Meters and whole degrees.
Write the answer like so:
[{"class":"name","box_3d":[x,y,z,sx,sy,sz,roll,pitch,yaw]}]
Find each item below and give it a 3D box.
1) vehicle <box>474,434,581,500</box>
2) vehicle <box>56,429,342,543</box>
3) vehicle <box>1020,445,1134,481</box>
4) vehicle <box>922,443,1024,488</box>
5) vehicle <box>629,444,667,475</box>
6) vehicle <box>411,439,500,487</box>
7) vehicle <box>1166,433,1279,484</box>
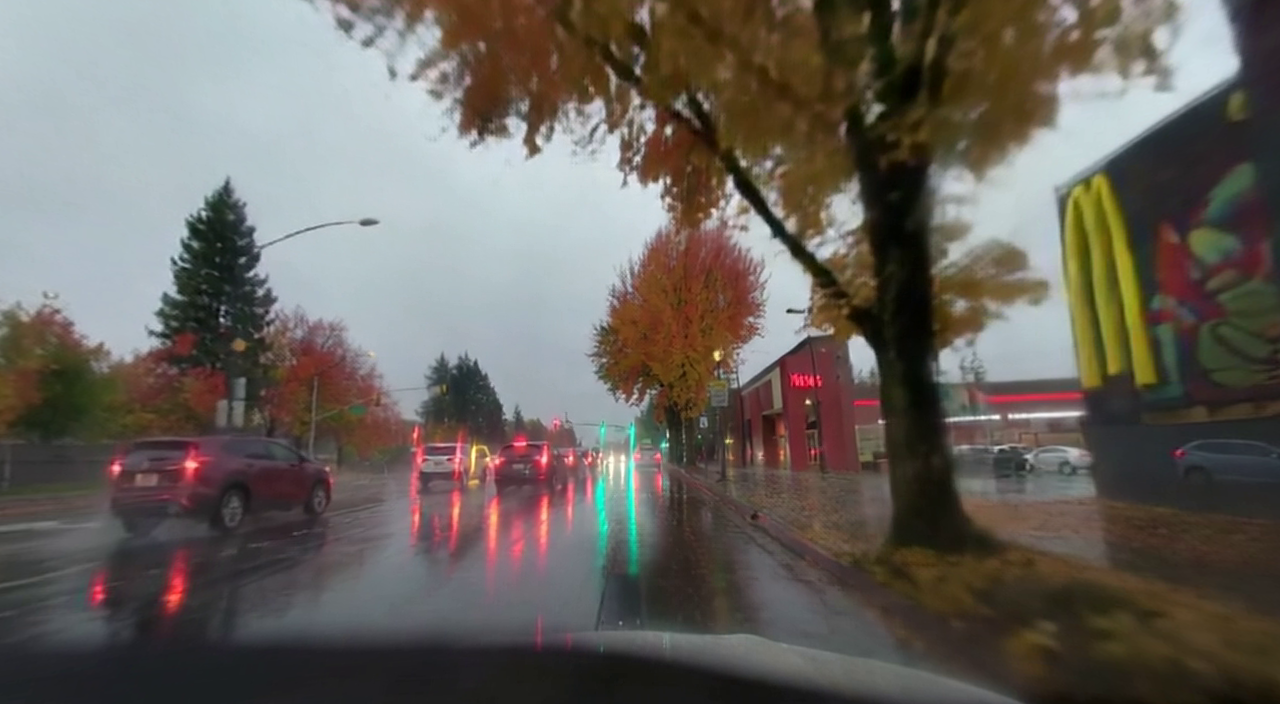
[{"class":"vehicle","box_3d":[-3.115,3.309,18.490,2.165,1.663,4.513,0,-9,2]},{"class":"vehicle","box_3d":[-7.364,2.250,11.221,1.932,1.596,4.247,0,-9,1]},{"class":"vehicle","box_3d":[19.893,5.029,28.945,1.938,1.490,4.750,0,-9,2]},{"class":"vehicle","box_3d":[14.125,4.820,27.072,1.963,1.703,4.447,1,-9,0]},{"class":"vehicle","box_3d":[0.469,6.292,37.009,2.144,1.704,4.028,0,-9,1]},{"class":"vehicle","box_3d":[-7.204,4.382,25.147,2.069,1.719,4.441,0,-9,2]},{"class":"vehicle","box_3d":[20.114,3.435,20.364,1.899,1.521,4.410,2,-9,-13]}]
